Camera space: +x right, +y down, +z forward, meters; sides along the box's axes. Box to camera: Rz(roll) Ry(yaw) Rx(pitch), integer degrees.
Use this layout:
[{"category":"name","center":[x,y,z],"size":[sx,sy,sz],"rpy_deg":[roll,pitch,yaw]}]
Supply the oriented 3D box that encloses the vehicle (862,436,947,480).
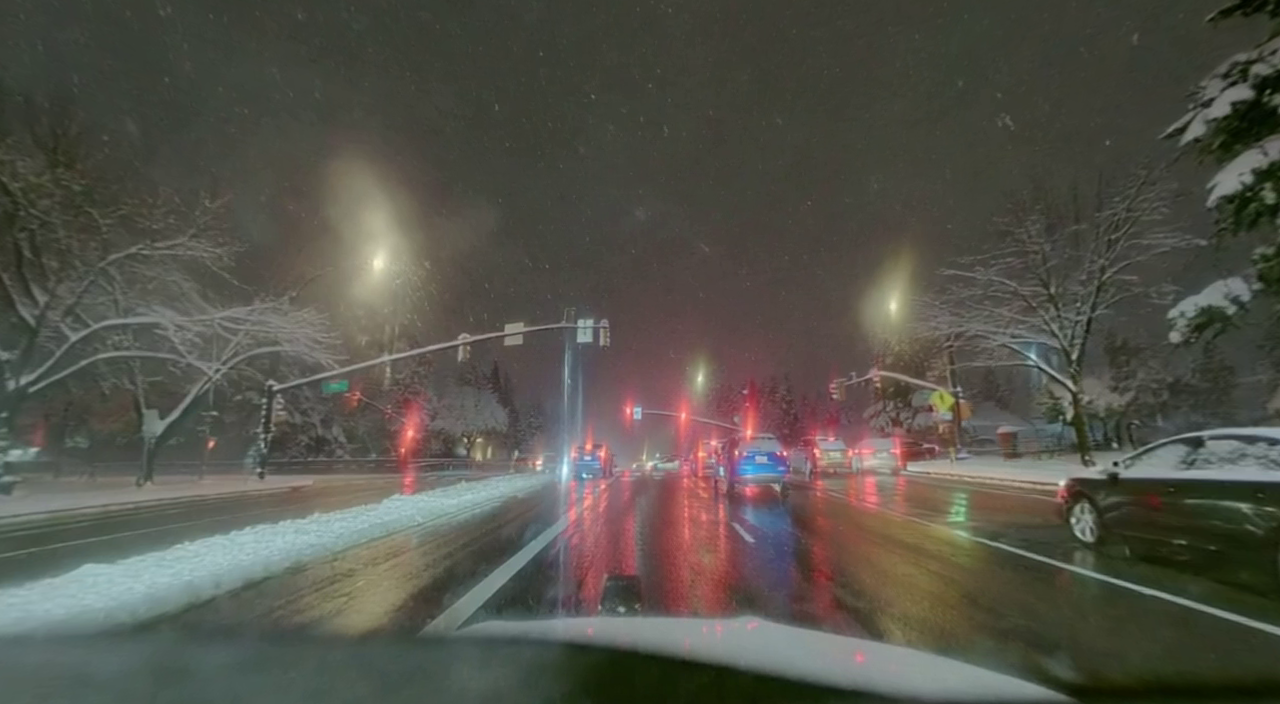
[{"category":"vehicle","center":[11.613,4.670,28.086],"size":[1.971,1.746,4.271],"rpy_deg":[0,-9,1]}]

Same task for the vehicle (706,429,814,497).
[{"category":"vehicle","center":[3.322,3.211,18.655],"size":[2.247,1.738,4.818],"rpy_deg":[0,-8,0]}]

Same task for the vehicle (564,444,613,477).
[{"category":"vehicle","center":[-2.463,5.340,31.289],"size":[1.969,1.513,3.773],"rpy_deg":[-1,-9,3]}]

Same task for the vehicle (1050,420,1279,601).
[{"category":"vehicle","center":[6.325,1.404,5.809],"size":[1.946,1.495,4.758],"rpy_deg":[0,-8,1]}]
